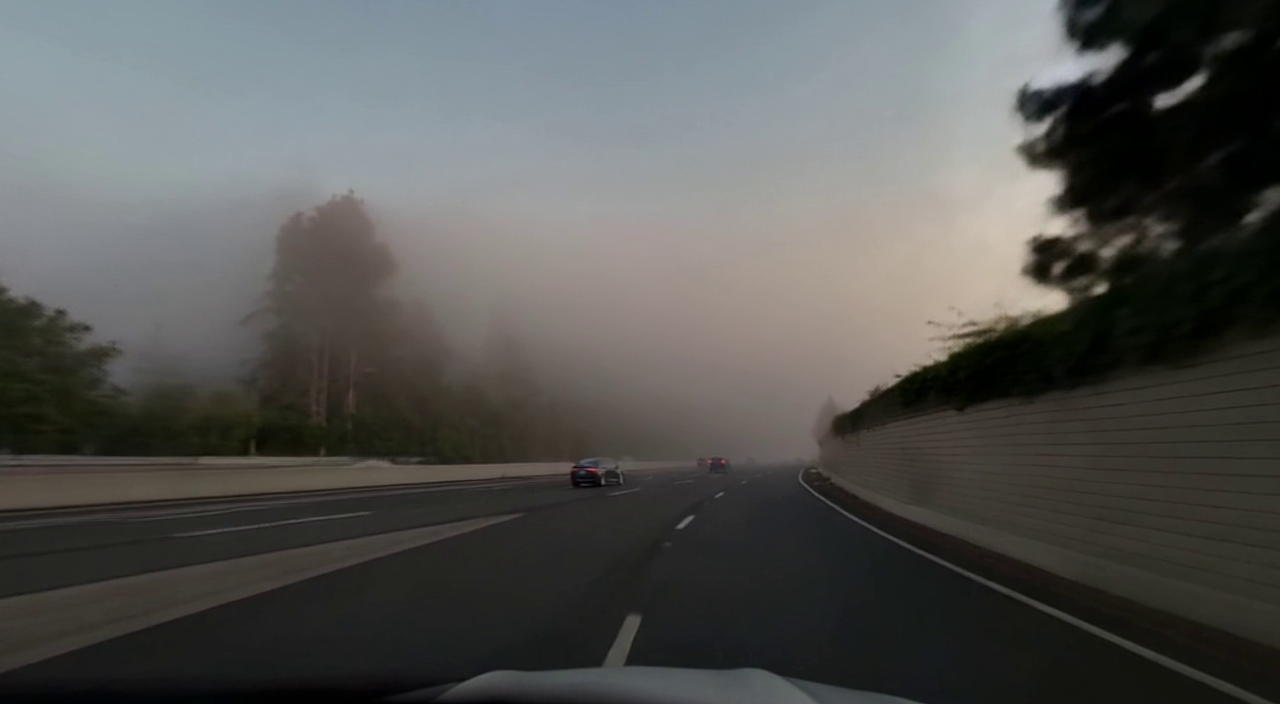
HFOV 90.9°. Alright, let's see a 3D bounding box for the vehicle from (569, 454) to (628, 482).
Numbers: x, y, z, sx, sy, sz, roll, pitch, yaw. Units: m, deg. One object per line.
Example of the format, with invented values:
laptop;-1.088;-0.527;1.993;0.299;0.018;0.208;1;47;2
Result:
vehicle;-2.268;6.610;36.253;1.699;1.461;4.924;-3;-9;17
